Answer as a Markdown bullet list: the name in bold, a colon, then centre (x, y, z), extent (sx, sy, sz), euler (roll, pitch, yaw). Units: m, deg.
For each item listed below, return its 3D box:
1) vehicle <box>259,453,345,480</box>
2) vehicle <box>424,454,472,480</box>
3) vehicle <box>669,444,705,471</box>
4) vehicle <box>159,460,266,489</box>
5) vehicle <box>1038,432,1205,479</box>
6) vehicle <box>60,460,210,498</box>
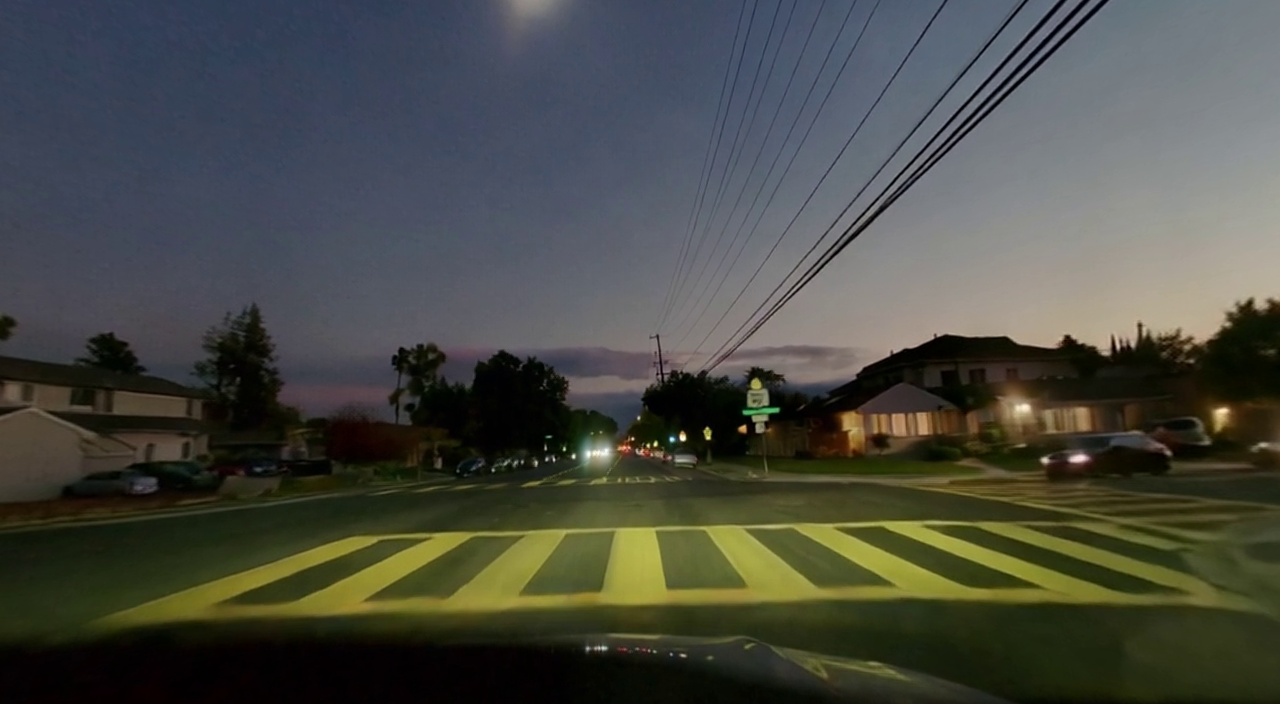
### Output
- **vehicle**: centre (-22.671, 7.698, 42.465), extent (4.612, 1.736, 1.951), euler (0, -9, -1)
- **vehicle**: centre (-14.254, 8.534, 47.206), extent (1.913, 1.745, 4.992), euler (0, -9, 1)
- **vehicle**: centre (3.164, 7.285, 43.651), extent (2.045, 1.746, 4.564), euler (0, -9, -2)
- **vehicle**: centre (-22.767, 6.511, 33.764), extent (4.344, 1.471, 1.813), euler (0, -9, -3)
- **vehicle**: centre (15.979, 3.447, 21.114), extent (4.001, 1.484, 1.961), euler (1, -9, -4)
- **vehicle**: centre (-21.822, 5.487, 27.458), extent (4.728, 1.536, 2.006), euler (0, -9, 0)
